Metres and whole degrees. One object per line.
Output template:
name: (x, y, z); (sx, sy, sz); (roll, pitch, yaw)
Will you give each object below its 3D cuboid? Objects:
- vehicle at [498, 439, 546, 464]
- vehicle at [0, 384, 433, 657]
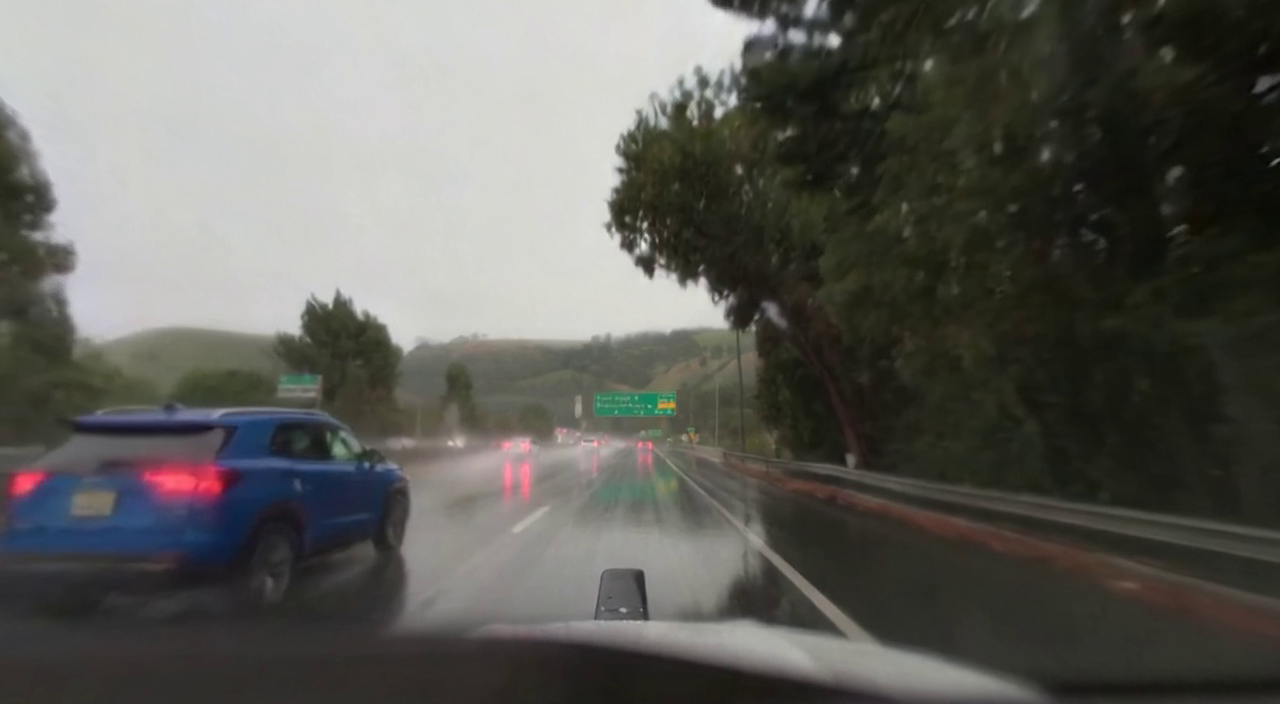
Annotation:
vehicle: (-7.289, 6.180, 39.306); (1.963, 1.476, 4.739); (-1, -8, 1)
vehicle: (-3.921, 1.389, 6.283); (2.138, 1.718, 4.415); (-1, -8, 1)
